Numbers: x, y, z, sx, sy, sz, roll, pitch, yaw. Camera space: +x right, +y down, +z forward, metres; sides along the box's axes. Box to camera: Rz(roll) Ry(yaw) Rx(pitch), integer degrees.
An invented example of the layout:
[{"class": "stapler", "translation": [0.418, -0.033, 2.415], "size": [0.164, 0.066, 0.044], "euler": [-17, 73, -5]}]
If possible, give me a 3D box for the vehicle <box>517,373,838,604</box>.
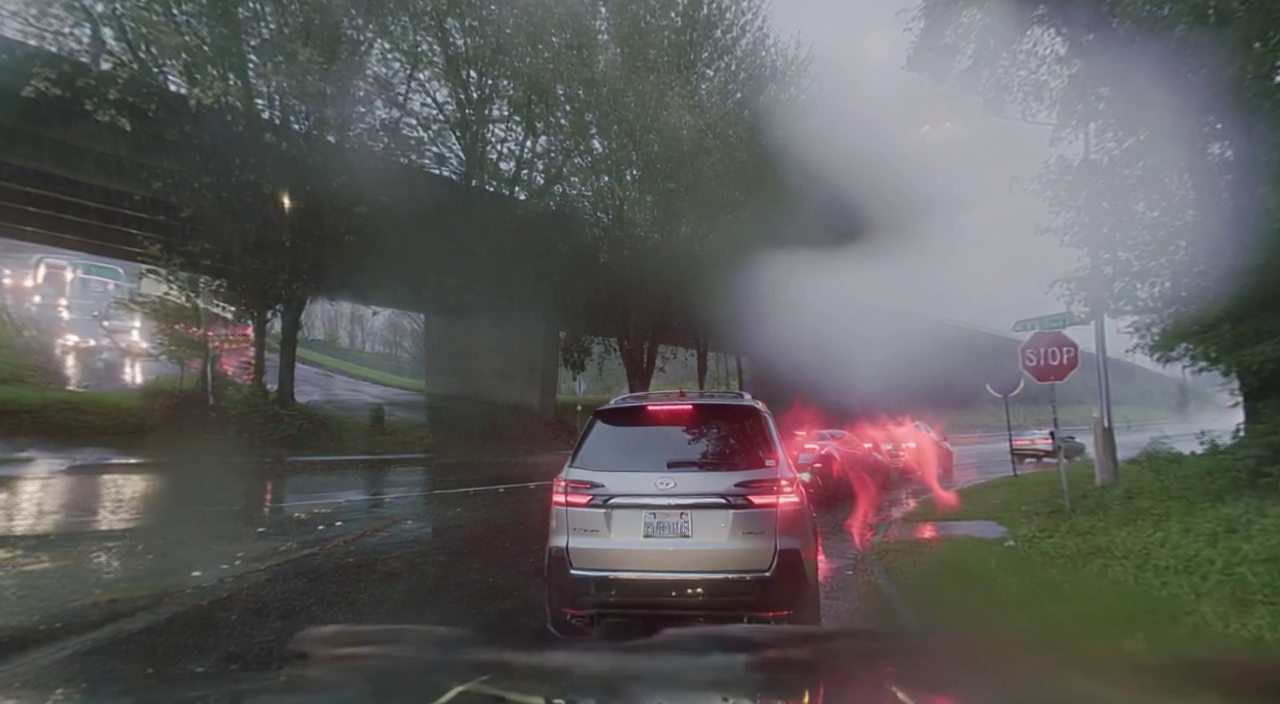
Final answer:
[{"class": "vehicle", "translation": [0.314, 1.395, 7.187], "size": [2.494, 1.804, 4.336], "euler": [0, -9, 1]}]
